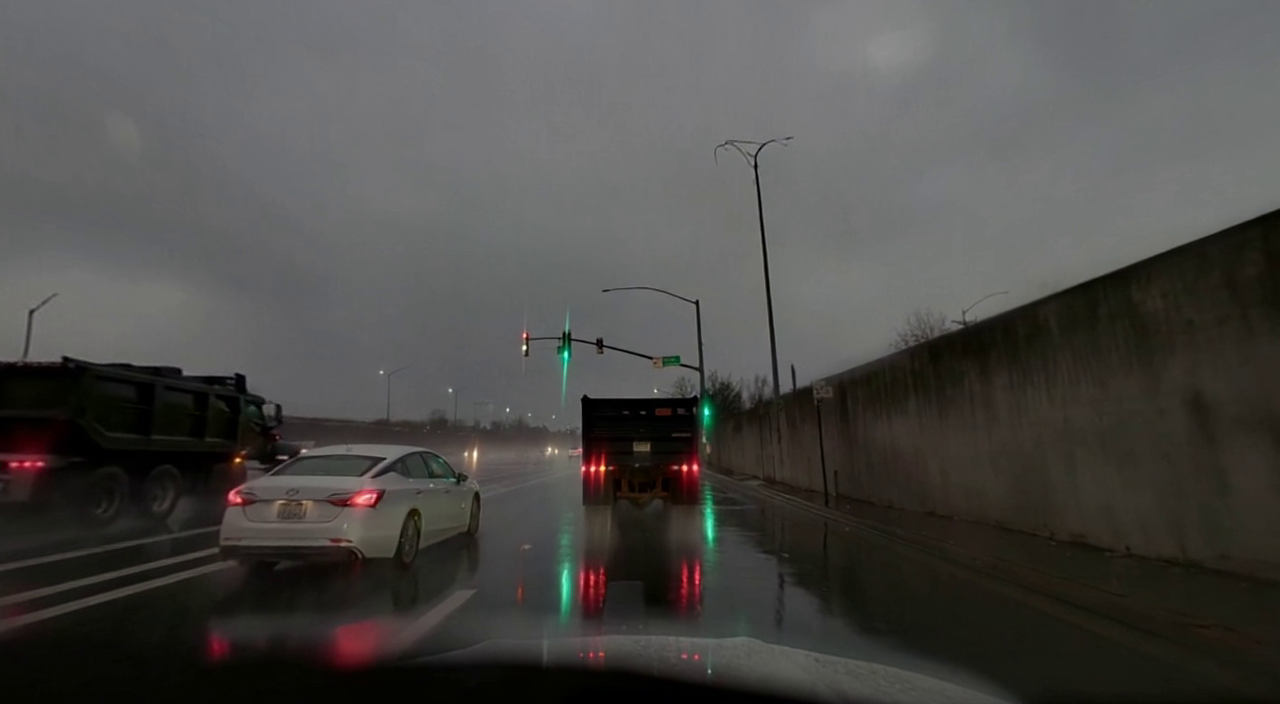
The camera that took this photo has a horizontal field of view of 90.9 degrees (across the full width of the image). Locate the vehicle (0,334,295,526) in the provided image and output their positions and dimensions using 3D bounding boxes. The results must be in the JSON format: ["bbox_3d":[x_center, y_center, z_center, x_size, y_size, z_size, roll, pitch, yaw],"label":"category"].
[{"bbox_3d":[-13.425,2.184,17.055,3.016,3.847,8.707,0,-8,1],"label":"vehicle"}]

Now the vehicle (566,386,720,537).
[{"bbox_3d":[0.071,2.084,12.471,2.355,2.305,5.336,0,-8,1],"label":"vehicle"}]

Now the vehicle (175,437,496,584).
[{"bbox_3d":[-3.703,1.998,8.999,2.019,1.480,4.966,0,-8,1],"label":"vehicle"}]
